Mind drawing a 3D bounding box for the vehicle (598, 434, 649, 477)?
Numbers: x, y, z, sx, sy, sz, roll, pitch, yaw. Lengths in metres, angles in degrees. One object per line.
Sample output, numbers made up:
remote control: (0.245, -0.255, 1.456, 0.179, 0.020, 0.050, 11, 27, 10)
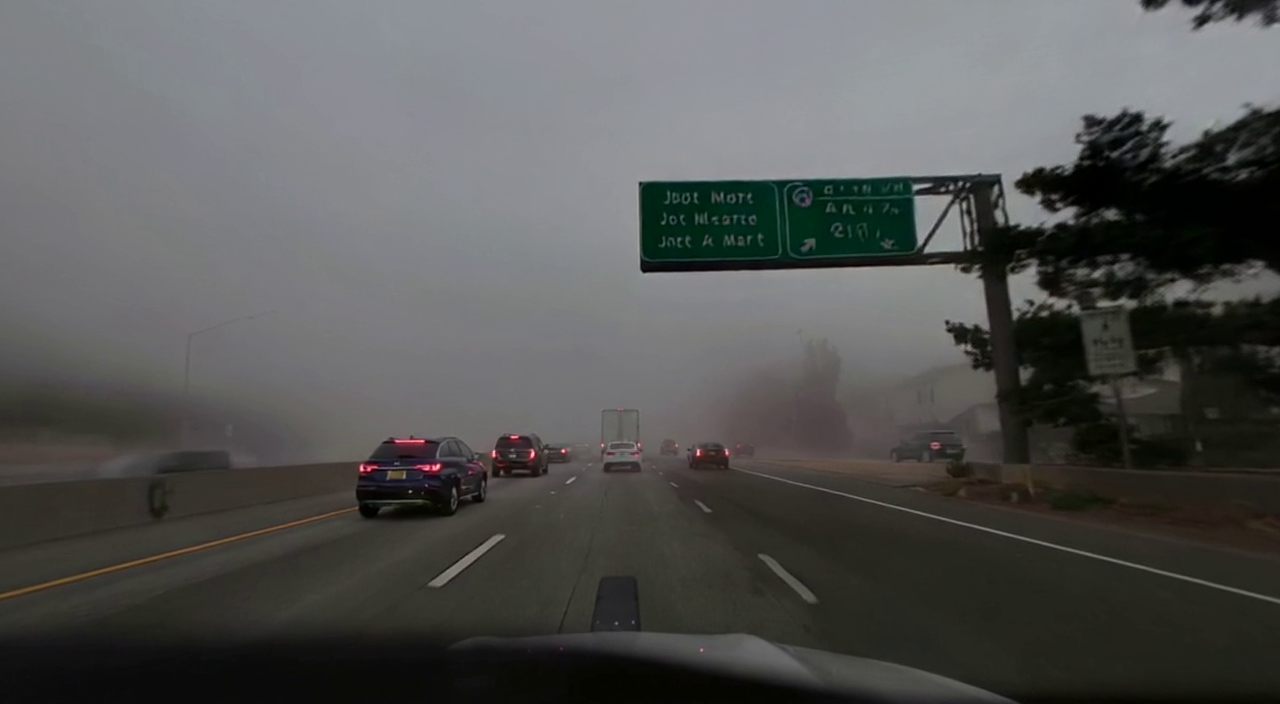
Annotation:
vehicle: (-0.720, 4.502, 27.547, 2.063, 1.703, 4.203, 0, -9, -2)

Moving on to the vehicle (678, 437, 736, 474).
vehicle: (2.952, 4.685, 28.694, 2.027, 1.554, 4.252, 0, -9, -2)

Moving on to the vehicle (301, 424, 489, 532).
vehicle: (-4.324, 2.289, 11.968, 1.988, 1.668, 4.021, 0, -9, -1)

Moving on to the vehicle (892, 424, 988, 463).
vehicle: (14.054, 4.363, 29.932, 2.048, 1.674, 4.106, 1, -9, -9)

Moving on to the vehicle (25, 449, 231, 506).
vehicle: (-14.750, 3.604, 18.701, 2.095, 1.463, 4.841, 0, -9, -1)

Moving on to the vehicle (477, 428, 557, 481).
vehicle: (-4.891, 4.192, 26.049, 2.301, 1.944, 5.482, 0, -9, -1)
